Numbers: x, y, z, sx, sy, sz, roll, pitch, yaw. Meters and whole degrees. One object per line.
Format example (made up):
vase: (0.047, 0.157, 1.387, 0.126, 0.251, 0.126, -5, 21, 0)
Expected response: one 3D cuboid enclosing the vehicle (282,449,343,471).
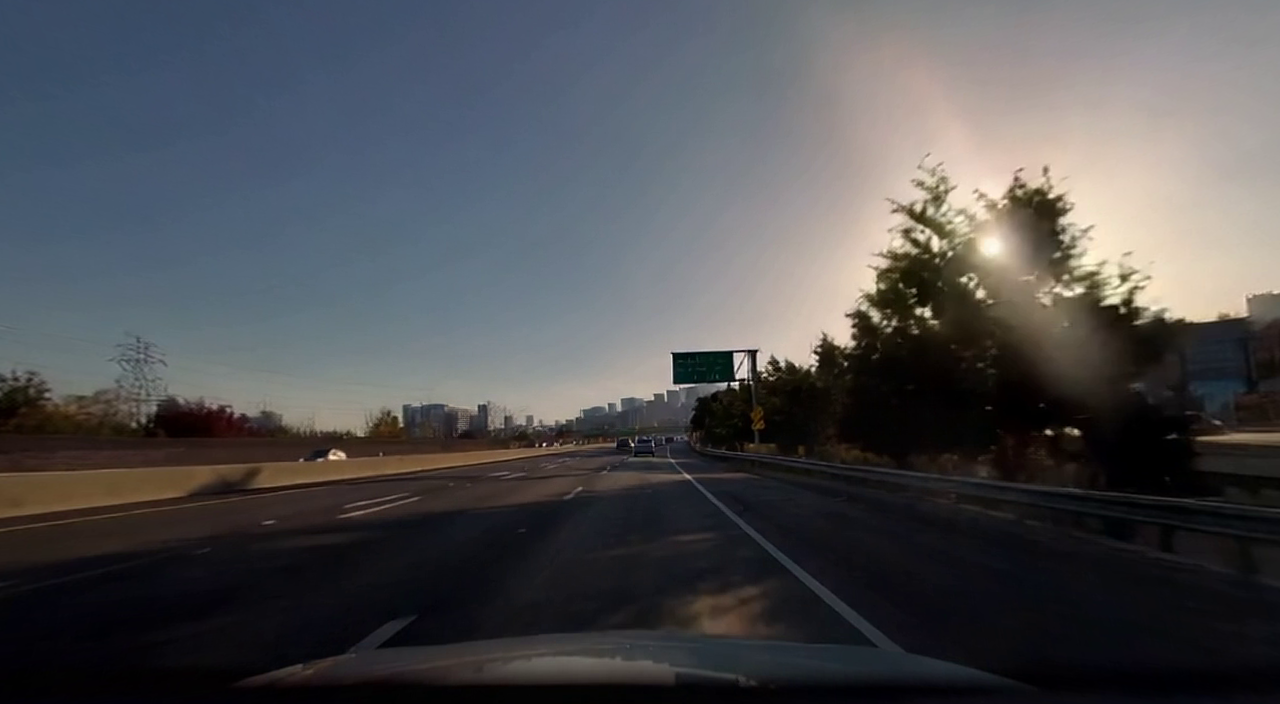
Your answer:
vehicle: (-23.886, 7.866, 46.171, 1.904, 1.474, 4.575, -1, -9, 1)
